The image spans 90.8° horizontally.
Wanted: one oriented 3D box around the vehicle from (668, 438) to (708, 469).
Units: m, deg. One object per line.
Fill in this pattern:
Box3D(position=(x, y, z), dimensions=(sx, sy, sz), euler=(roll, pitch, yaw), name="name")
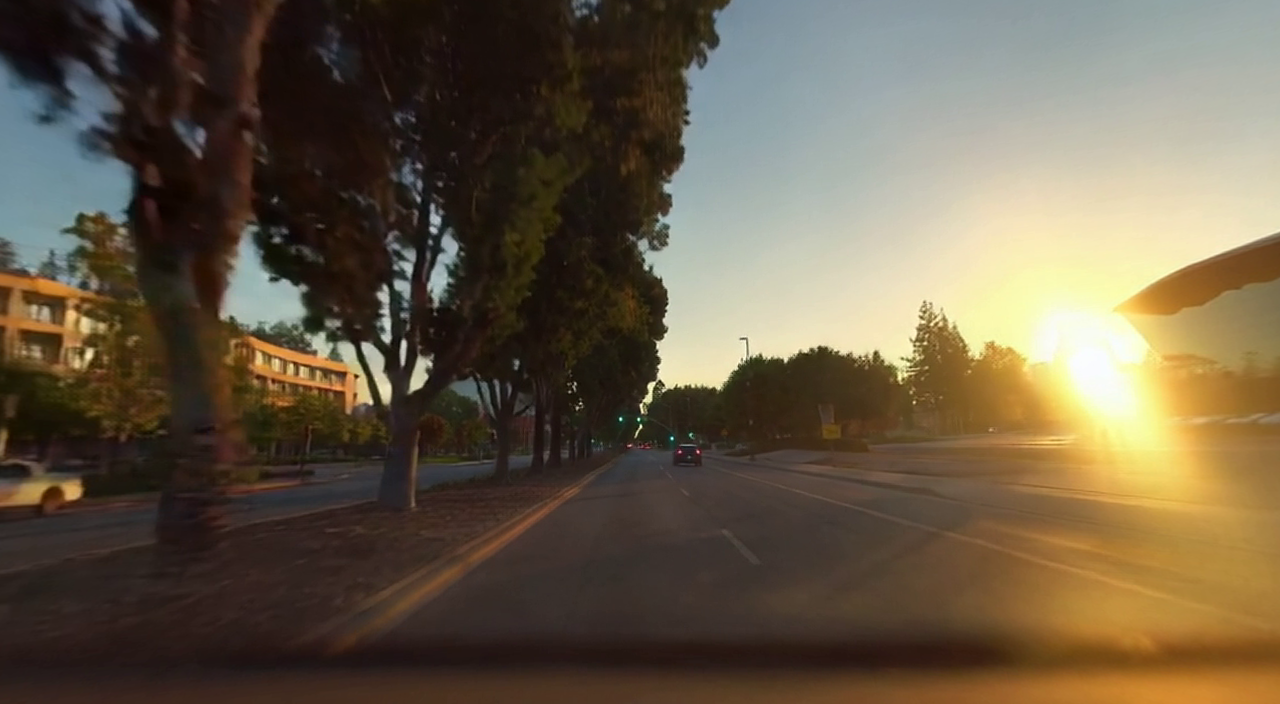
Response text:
Box3D(position=(3.002, 6.509, 40.566), dimensions=(2.085, 1.828, 5.383), euler=(0, -8, -1), name="vehicle")
